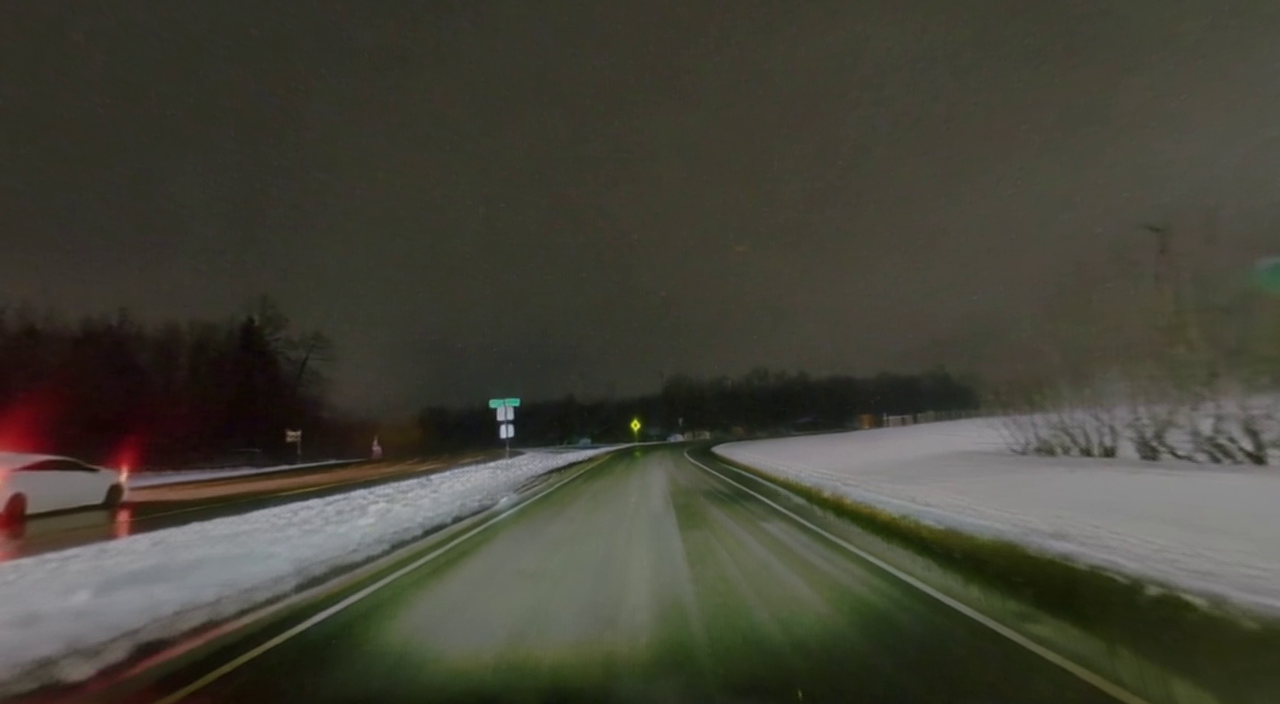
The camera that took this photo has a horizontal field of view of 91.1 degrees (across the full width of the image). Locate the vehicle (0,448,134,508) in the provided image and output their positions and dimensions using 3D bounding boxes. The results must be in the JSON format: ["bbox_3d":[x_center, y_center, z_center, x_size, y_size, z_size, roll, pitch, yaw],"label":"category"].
[{"bbox_3d":[-18.202,3.724,19.028,1.880,1.509,4.775,0,-8,-1],"label":"vehicle"}]
